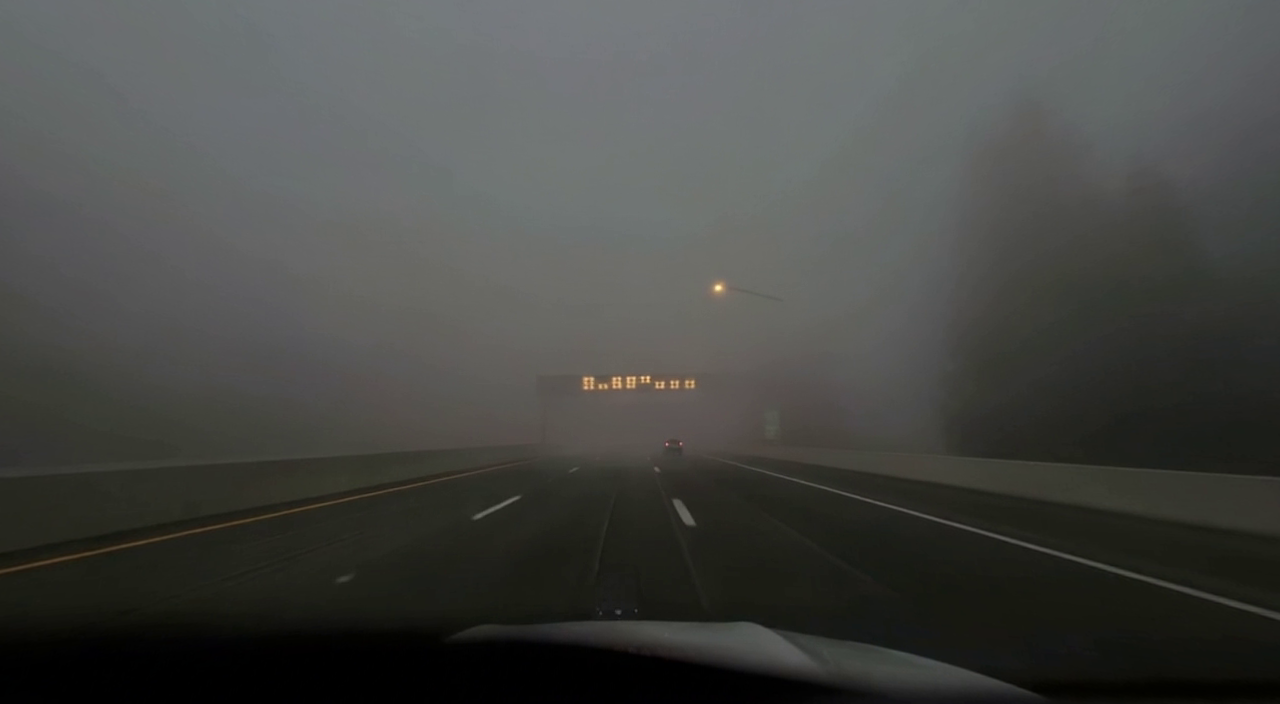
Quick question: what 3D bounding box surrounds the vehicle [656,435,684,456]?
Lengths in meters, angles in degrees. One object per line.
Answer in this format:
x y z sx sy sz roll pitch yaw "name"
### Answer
2.264 7.158 48.199 1.946 1.481 3.969 0 -8 0 "vehicle"
